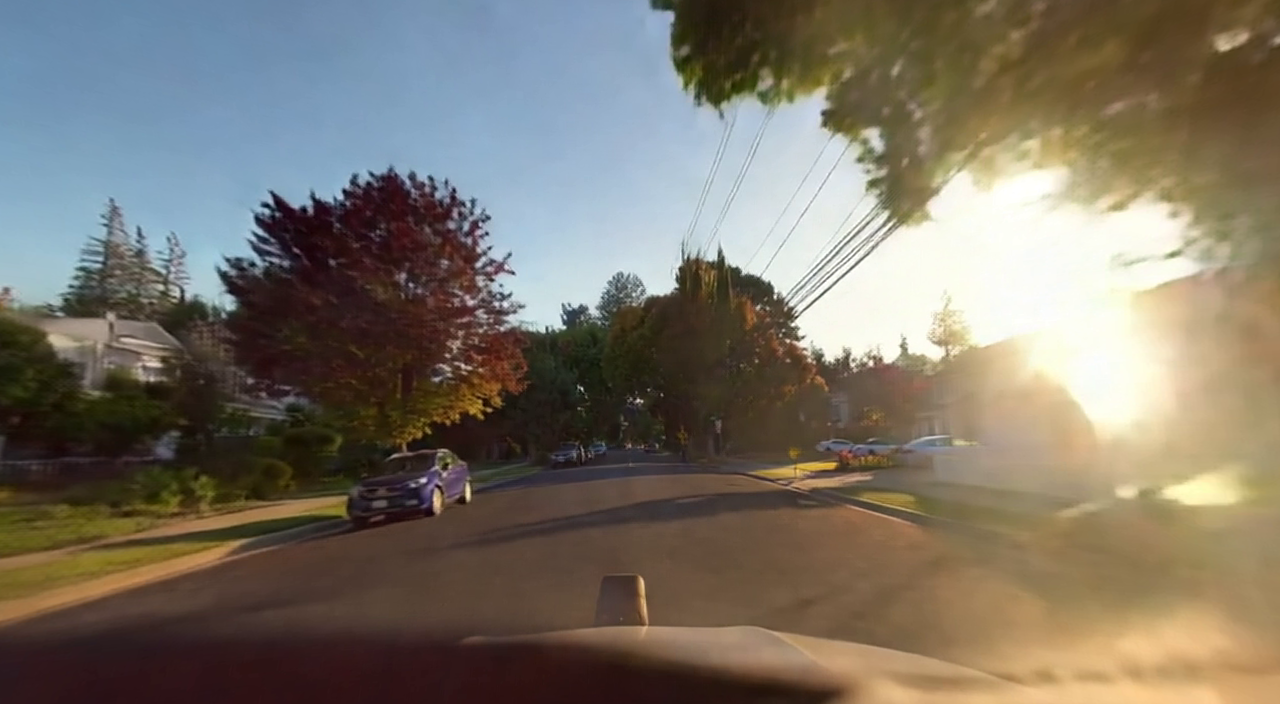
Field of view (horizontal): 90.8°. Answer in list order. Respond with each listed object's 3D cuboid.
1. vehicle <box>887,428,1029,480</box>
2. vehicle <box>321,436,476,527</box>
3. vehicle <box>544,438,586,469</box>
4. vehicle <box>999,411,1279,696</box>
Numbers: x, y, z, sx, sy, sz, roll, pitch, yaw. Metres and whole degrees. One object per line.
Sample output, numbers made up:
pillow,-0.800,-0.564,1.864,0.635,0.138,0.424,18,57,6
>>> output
vehicle,11.876,3.827,23.883,4.226,1.679,1.983,-4,-7,8
vehicle,-5.415,2.880,14.831,1.970,1.666,4.223,-3,-7,0
vehicle,-5.620,7.684,48.101,2.411,1.979,5.915,-4,-8,-1
vehicle,4.588,1.174,3.872,2.170,1.549,4.178,1,-8,-3
